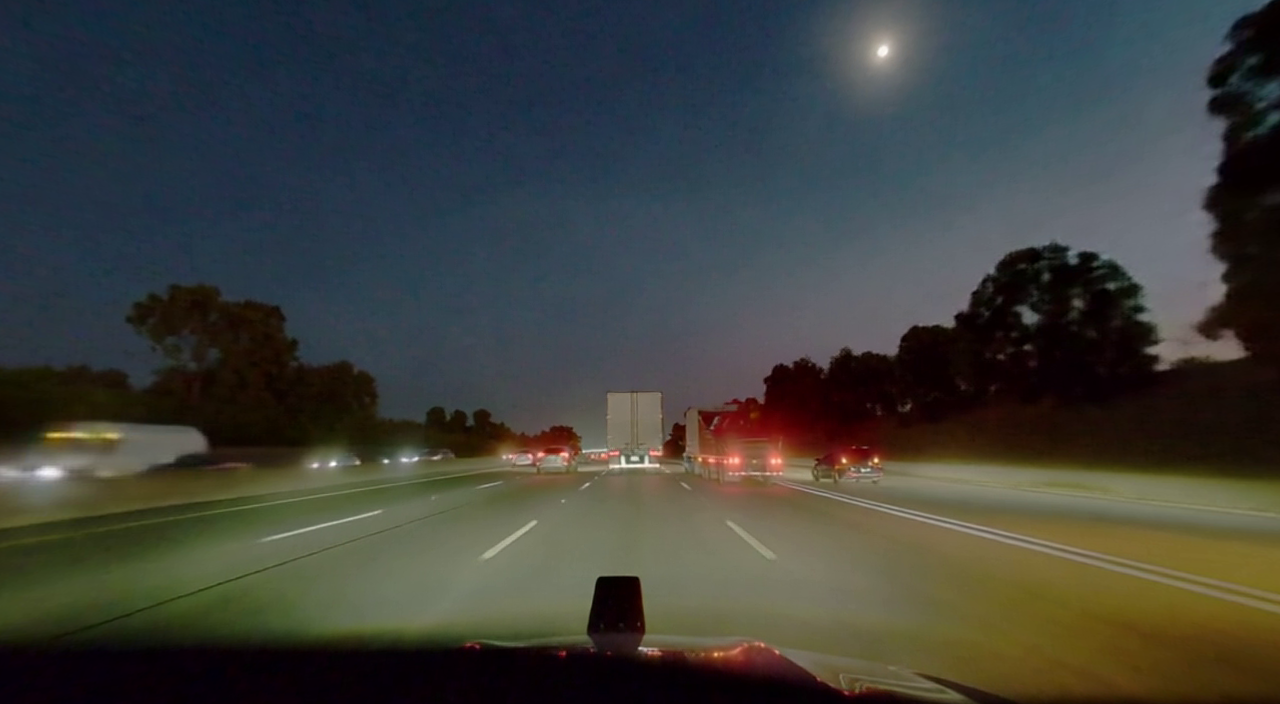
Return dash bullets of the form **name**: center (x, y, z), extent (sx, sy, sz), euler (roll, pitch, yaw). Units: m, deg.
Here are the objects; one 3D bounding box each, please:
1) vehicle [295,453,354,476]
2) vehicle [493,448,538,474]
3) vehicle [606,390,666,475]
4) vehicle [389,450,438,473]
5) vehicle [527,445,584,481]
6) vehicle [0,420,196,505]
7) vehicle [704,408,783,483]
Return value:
- **vehicle**: center (-22.505, 8.049, 45.151), extent (1.905, 1.516, 4.417), euler (0, -9, 0)
- **vehicle**: center (-7.612, 6.682, 38.890), extent (1.926, 1.482, 3.959), euler (0, -9, 1)
- **vehicle**: center (-0.294, 4.793, 36.298), extent (2.875, 4.056, 12.312), euler (0, -9, -1)
- **vehicle**: center (-15.460, 7.455, 43.217), extent (1.809, 1.473, 4.083), euler (0, -9, 0)
- **vehicle**: center (-3.848, 5.123, 29.386), extent (2.061, 1.555, 3.900), euler (0, -9, 0)
- **vehicle**: center (-19.077, 3.754, 21.878), extent (2.232, 2.446, 6.951), euler (0, -9, 0)
- **vehicle**: center (4.252, 3.955, 26.658), extent (2.565, 2.902, 3.798), euler (0, -9, -1)
